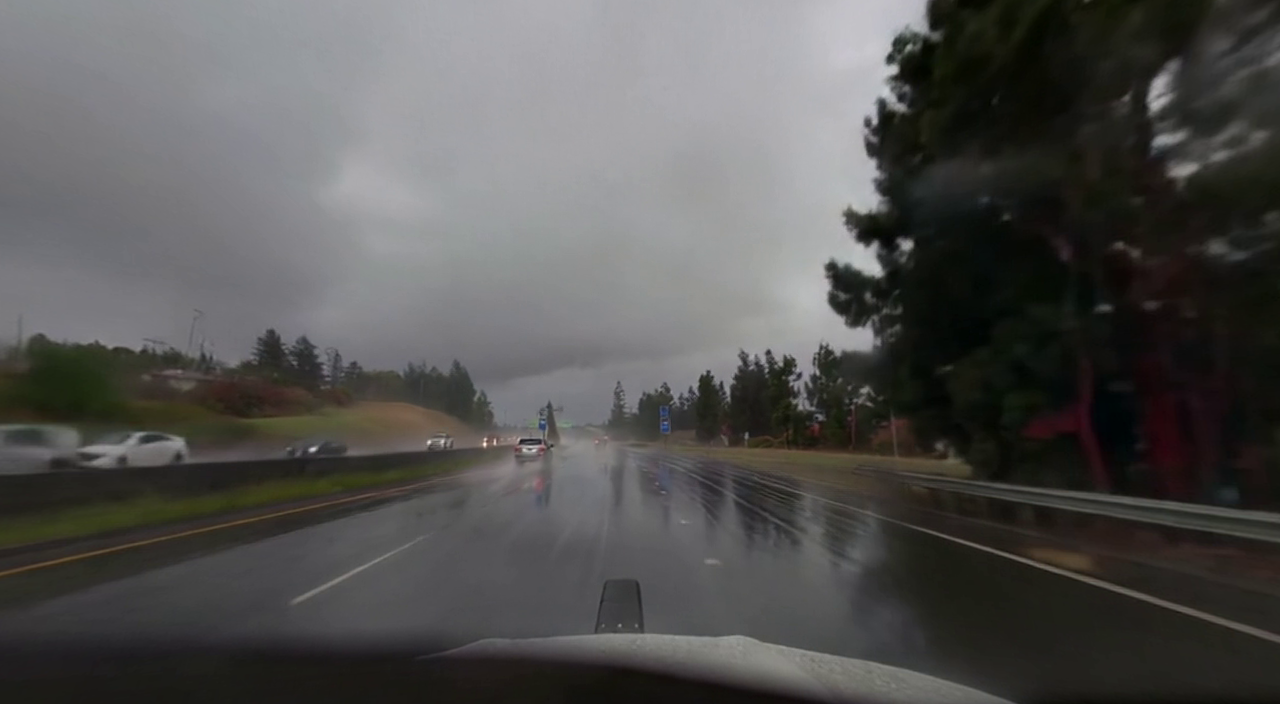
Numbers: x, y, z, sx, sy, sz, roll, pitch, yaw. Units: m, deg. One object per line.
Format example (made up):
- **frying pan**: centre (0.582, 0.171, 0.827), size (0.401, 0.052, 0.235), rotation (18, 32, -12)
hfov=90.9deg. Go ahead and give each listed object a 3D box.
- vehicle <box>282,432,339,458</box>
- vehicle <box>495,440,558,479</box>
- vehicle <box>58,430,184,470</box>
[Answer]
- **vehicle**: centre (-20.799, 5.869, 39.944), size (1.748, 1.563, 3.580), rotation (0, -8, -3)
- **vehicle**: centre (-4.325, 4.134, 24.618), size (1.874, 1.369, 3.875), rotation (0, -8, -2)
- **vehicle**: centre (-20.462, 3.862, 25.068), size (1.898, 1.469, 3.720), rotation (0, -8, -2)
